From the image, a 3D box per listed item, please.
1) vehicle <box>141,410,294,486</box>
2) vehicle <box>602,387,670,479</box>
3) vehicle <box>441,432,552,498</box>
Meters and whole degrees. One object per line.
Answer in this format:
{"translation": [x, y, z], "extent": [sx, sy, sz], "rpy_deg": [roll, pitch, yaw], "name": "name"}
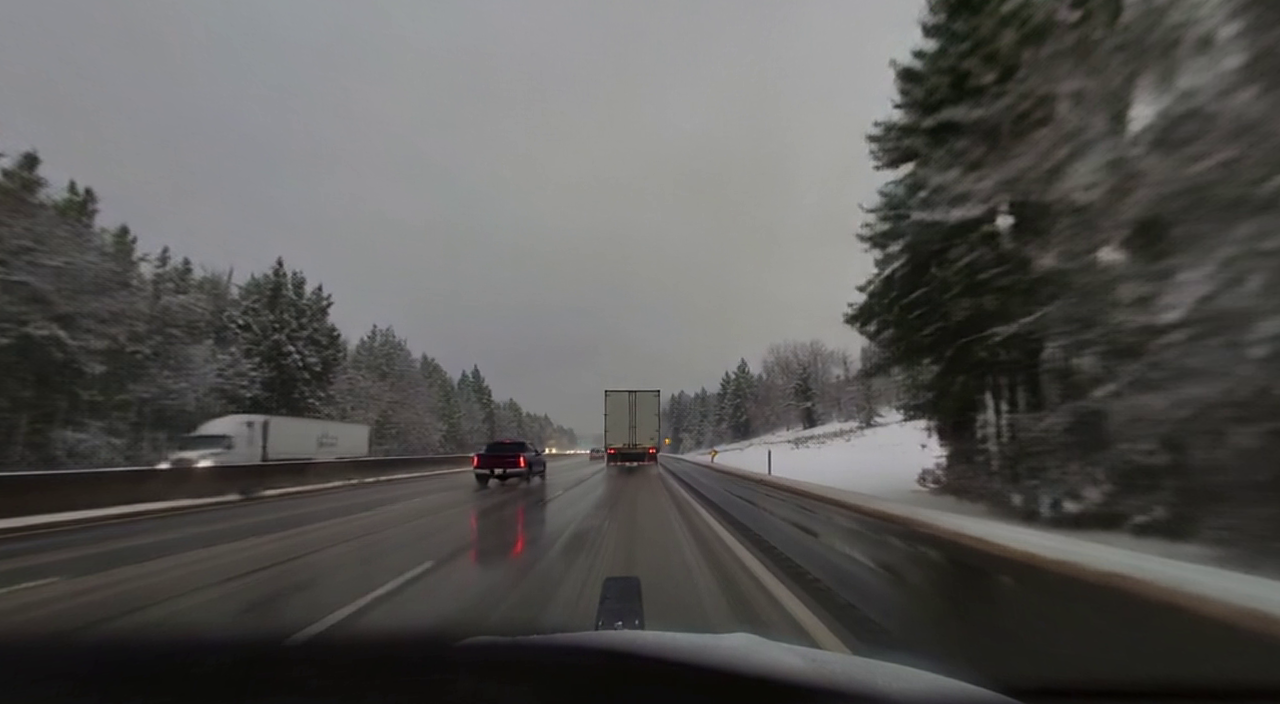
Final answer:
{"translation": [-26.062, 6.028, 39.690], "extent": [3.156, 4.214, 9.008], "rpy_deg": [0, -9, 1], "name": "vehicle"}
{"translation": [-0.205, 4.487, 34.145], "extent": [3.052, 4.132, 11.336], "rpy_deg": [0, -9, 0], "name": "vehicle"}
{"translation": [-4.347, 3.522, 20.043], "extent": [2.285, 1.833, 4.984], "rpy_deg": [0, -9, 1], "name": "vehicle"}
